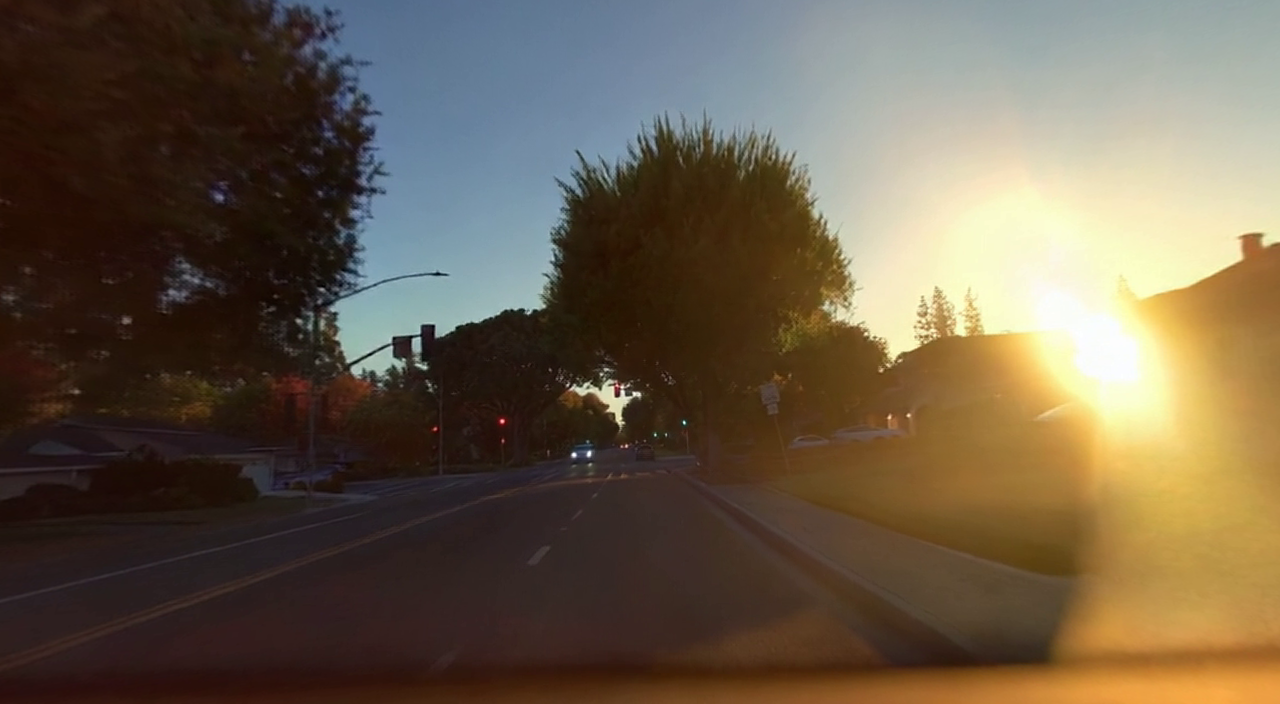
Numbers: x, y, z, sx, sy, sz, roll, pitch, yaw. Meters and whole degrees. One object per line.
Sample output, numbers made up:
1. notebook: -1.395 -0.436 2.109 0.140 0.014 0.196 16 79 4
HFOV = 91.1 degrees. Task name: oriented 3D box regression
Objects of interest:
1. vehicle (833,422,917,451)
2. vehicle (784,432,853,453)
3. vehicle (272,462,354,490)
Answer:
1. vehicle: 14.334 5.228 38.559 4.319 1.700 2.034 0 -9 1
2. vehicle: 13.366 6.800 47.199 4.580 1.534 1.919 0 -8 -1
3. vehicle: -24.406 9.242 46.965 4.933 1.792 2.133 1 -8 5
